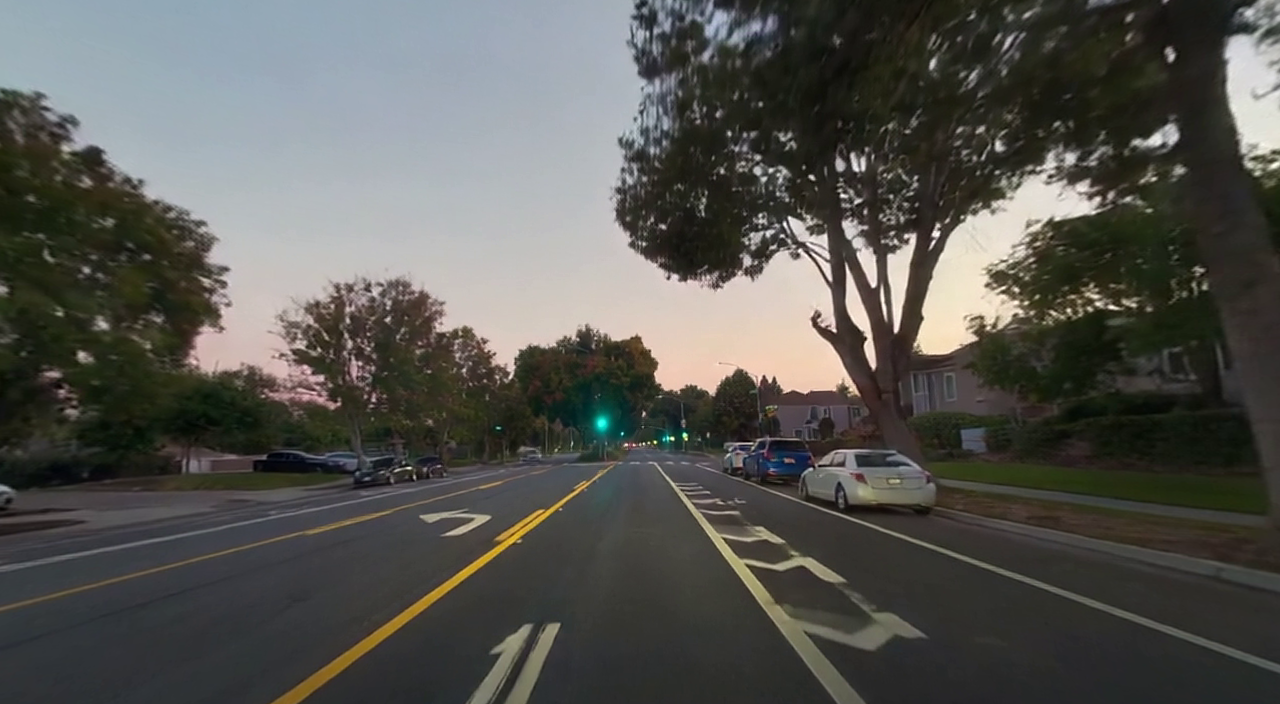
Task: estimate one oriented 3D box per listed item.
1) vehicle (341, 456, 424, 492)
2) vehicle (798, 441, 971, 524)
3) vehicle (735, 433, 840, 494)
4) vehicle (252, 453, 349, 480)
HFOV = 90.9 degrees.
[{"bbox_3d":[-12.482,5.921,30.905,1.983,1.513,4.662,-1,-9,1],"label":"vehicle"},{"bbox_3d":[4.890,2.637,13.438,1.928,1.431,4.570,0,-8,1],"label":"vehicle"},{"bbox_3d":[4.796,3.691,21.424,2.218,1.789,5.146,0,-8,-1],"label":"vehicle"},{"bbox_3d":[-20.809,7.011,38.755,4.715,1.560,2.131,0,-9,-1],"label":"vehicle"}]
